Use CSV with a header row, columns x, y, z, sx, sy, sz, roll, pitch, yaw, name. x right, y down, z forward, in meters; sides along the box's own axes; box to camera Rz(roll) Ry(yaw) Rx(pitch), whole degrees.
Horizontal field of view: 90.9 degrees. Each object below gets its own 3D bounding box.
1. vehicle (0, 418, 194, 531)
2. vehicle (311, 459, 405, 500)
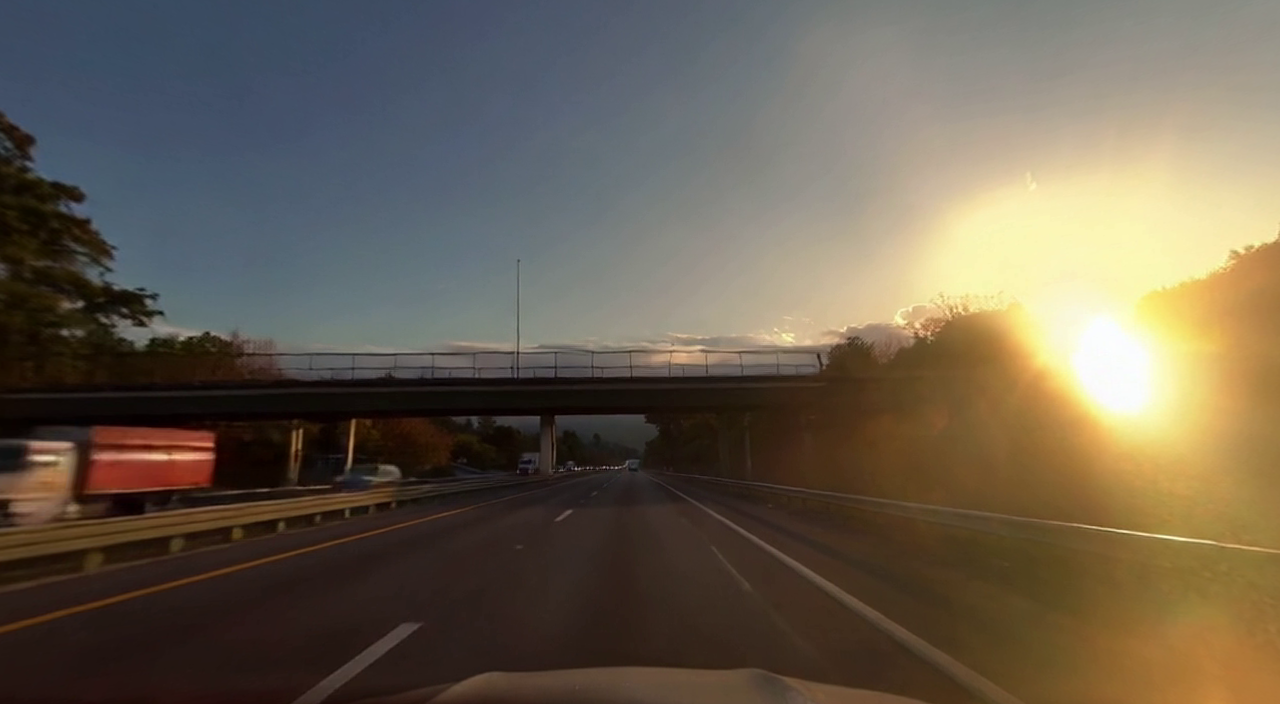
x,y,z,sx,sy,sz,roll,pitch,yaw,name
-16.478,3.474,18.204,2.614,2.682,5.913,1,-10,1,vehicle
-12.028,5.472,27.249,1.928,1.546,4.475,1,-10,0,vehicle
